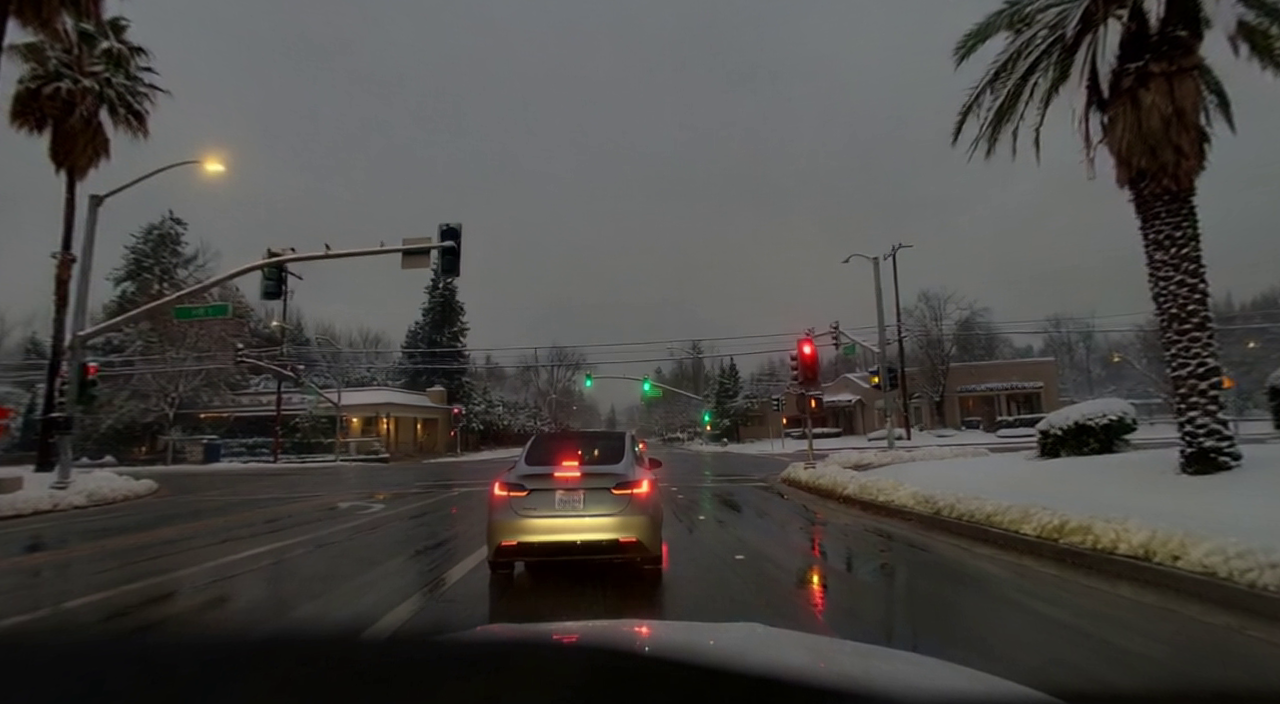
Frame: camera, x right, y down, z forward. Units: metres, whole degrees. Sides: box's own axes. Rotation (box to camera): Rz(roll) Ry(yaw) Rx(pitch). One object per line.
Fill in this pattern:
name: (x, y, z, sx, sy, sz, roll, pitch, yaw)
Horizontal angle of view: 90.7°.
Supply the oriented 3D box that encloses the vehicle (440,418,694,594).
vehicle: (-0.631, 1.624, 7.572, 2.152, 1.478, 4.229, 0, -8, 0)
